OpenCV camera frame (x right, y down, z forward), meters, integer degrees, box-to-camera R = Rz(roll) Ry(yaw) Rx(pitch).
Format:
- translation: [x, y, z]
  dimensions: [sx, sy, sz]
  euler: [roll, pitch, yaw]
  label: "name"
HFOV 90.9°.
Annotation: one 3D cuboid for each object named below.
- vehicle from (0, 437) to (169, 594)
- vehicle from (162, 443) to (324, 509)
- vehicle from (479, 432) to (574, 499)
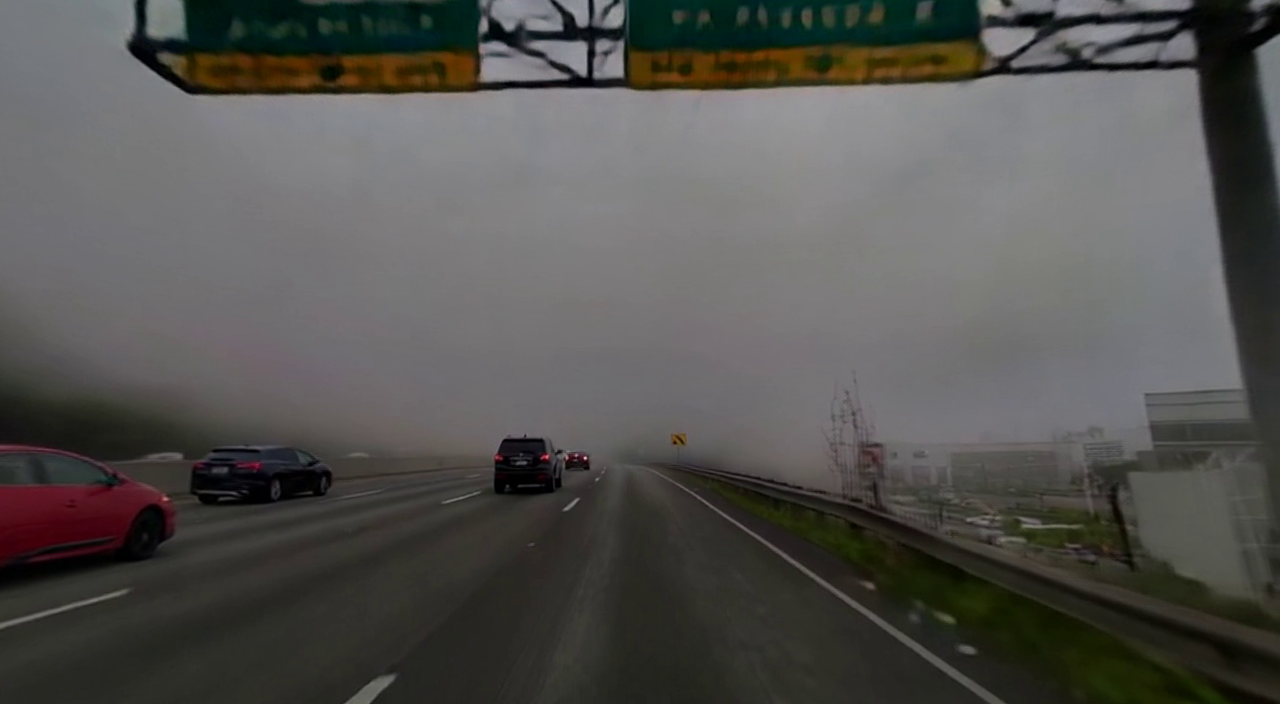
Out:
- translation: [-7.112, 1.654, 6.555]
  dimensions: [1.796, 1.509, 3.393]
  euler: [0, -9, -1]
  label: "vehicle"
- translation: [-11.380, 3.546, 18.555]
  dimensions: [1.919, 1.665, 4.394]
  euler: [0, -9, -1]
  label: "vehicle"
- translation: [-3.704, 3.822, 21.717]
  dimensions: [2.301, 1.985, 5.247]
  euler: [0, -9, 0]
  label: "vehicle"
